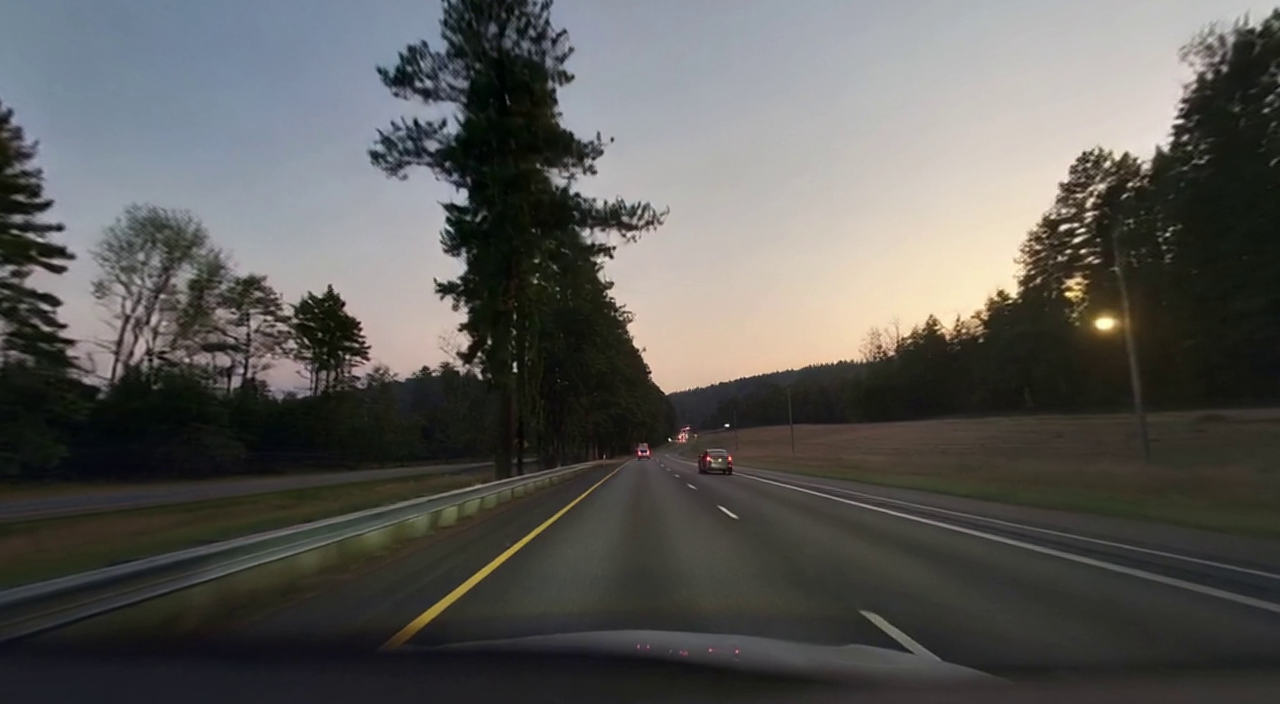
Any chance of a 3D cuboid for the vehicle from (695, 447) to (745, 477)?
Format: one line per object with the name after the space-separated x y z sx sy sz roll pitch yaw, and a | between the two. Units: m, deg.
4.215 5.867 33.846 2.115 1.522 4.330 0 -9 0 | vehicle
